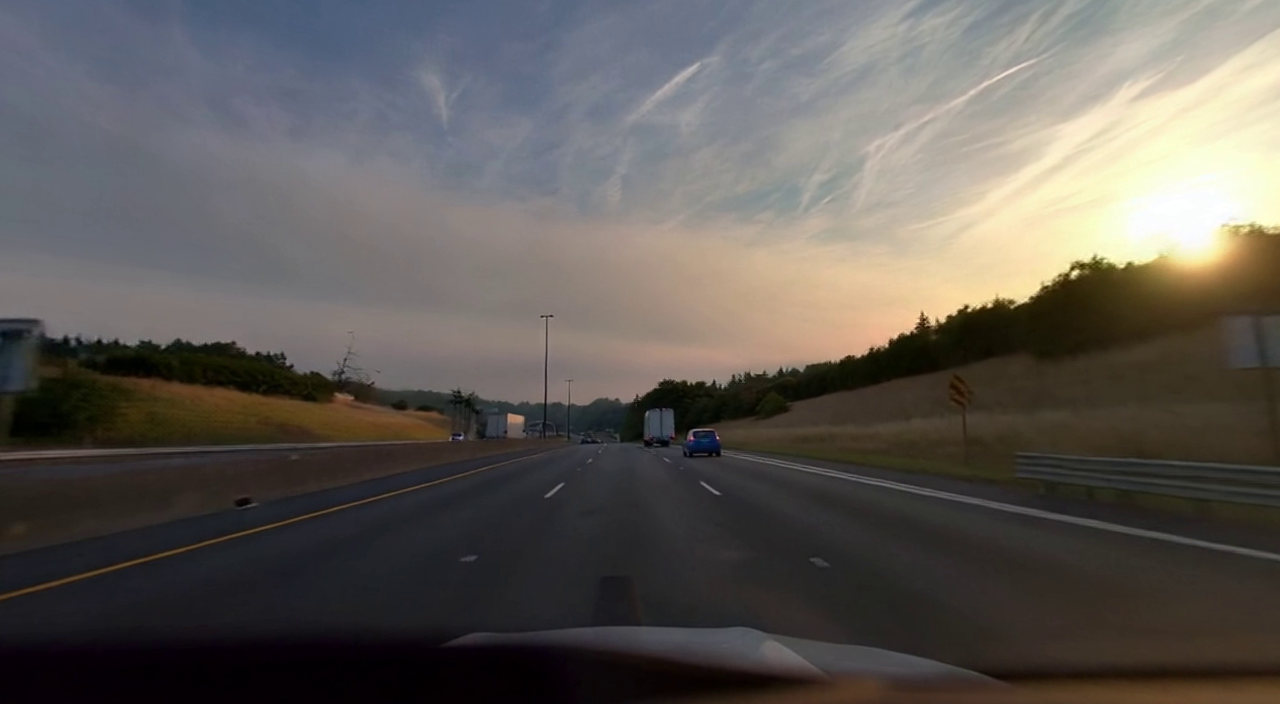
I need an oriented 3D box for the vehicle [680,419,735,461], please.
[{"bbox_3d":[3.226,4.347,31.135,2.076,1.914,4.287,0,-8,-2],"label":"vehicle"}]
